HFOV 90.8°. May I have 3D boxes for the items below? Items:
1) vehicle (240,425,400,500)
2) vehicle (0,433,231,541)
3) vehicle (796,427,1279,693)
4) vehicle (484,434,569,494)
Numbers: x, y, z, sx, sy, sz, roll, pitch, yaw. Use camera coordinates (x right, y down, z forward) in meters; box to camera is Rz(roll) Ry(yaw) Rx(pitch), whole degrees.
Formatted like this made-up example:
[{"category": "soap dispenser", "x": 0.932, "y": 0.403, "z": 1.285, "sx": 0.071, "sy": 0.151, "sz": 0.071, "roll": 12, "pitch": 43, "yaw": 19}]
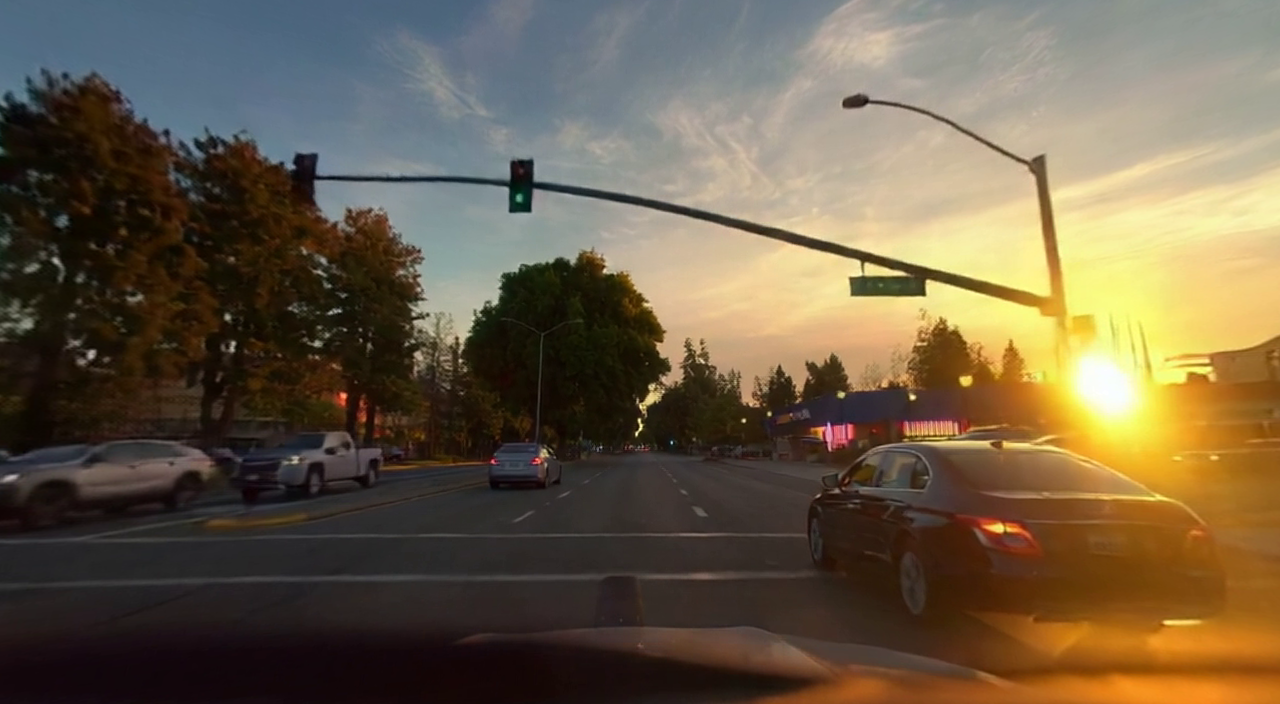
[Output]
[{"category": "vehicle", "x": -9.621, "y": 3.372, "z": 19.660, "sx": 2.301, "sy": 1.926, "sz": 5.183, "roll": -2, "pitch": -9, "yaw": 0}, {"category": "vehicle", "x": -10.049, "y": 2.353, "z": 11.655, "sx": 1.942, "sy": 1.576, "sz": 4.567, "roll": -1, "pitch": -9, "yaw": 0}, {"category": "vehicle", "x": 3.137, "y": 1.557, "z": 6.094, "sx": 1.975, "sy": 1.502, "sz": 4.787, "roll": 0, "pitch": -9, "yaw": -1}, {"category": "vehicle", "x": -3.735, "y": 3.774, "z": 21.686, "sx": 1.997, "sy": 1.806, "sz": 4.500, "roll": 0, "pitch": -9, "yaw": 1}]
